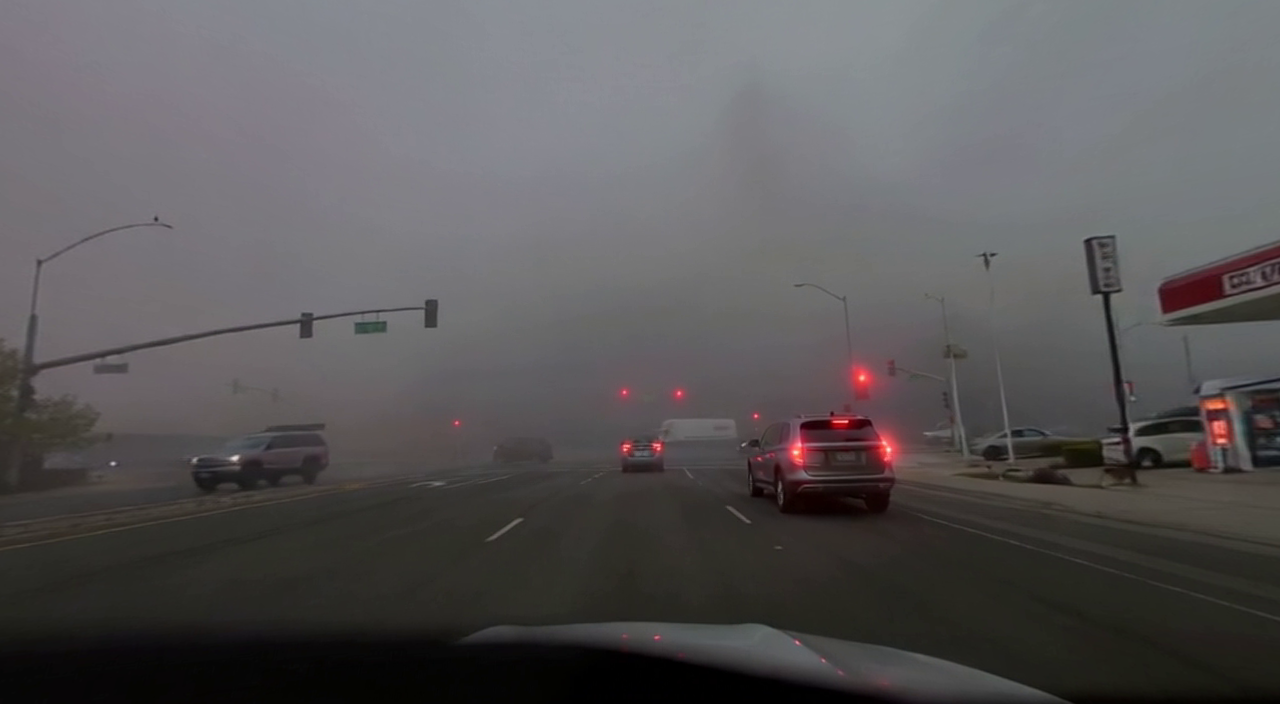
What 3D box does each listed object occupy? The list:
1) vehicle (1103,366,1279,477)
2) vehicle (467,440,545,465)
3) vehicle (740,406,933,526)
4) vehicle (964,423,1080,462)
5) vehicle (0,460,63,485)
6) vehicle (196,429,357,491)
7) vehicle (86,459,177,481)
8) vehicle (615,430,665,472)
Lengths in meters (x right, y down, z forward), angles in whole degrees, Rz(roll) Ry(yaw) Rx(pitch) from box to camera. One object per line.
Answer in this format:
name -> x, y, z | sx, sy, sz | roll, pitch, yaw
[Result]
vehicle -> 16.096, 1.869, 16.590 | 5.790, 2.675, 2.554 | 1, -9, -4
vehicle -> -8.559, 6.459, 40.616 | 1.835, 1.485, 4.788 | -7, -11, 41
vehicle -> 3.287, 2.026, 11.663 | 2.083, 1.779, 4.347 | 0, -8, -1
vehicle -> 16.853, 4.016, 27.941 | 3.848, 1.674, 1.887 | 0, -9, 2
vehicle -> -44.228, 8.558, 44.699 | 4.574, 1.666, 1.865 | 0, -8, -3
vehicle -> -13.063, 3.930, 23.230 | 2.191, 1.984, 5.431 | -1, -9, 7
vehicle -> -35.804, 8.310, 44.446 | 4.753, 1.478, 1.846 | 0, -8, 0
vehicle -> 0.046, 4.409, 28.115 | 2.067, 1.702, 3.987 | 0, -8, 1
